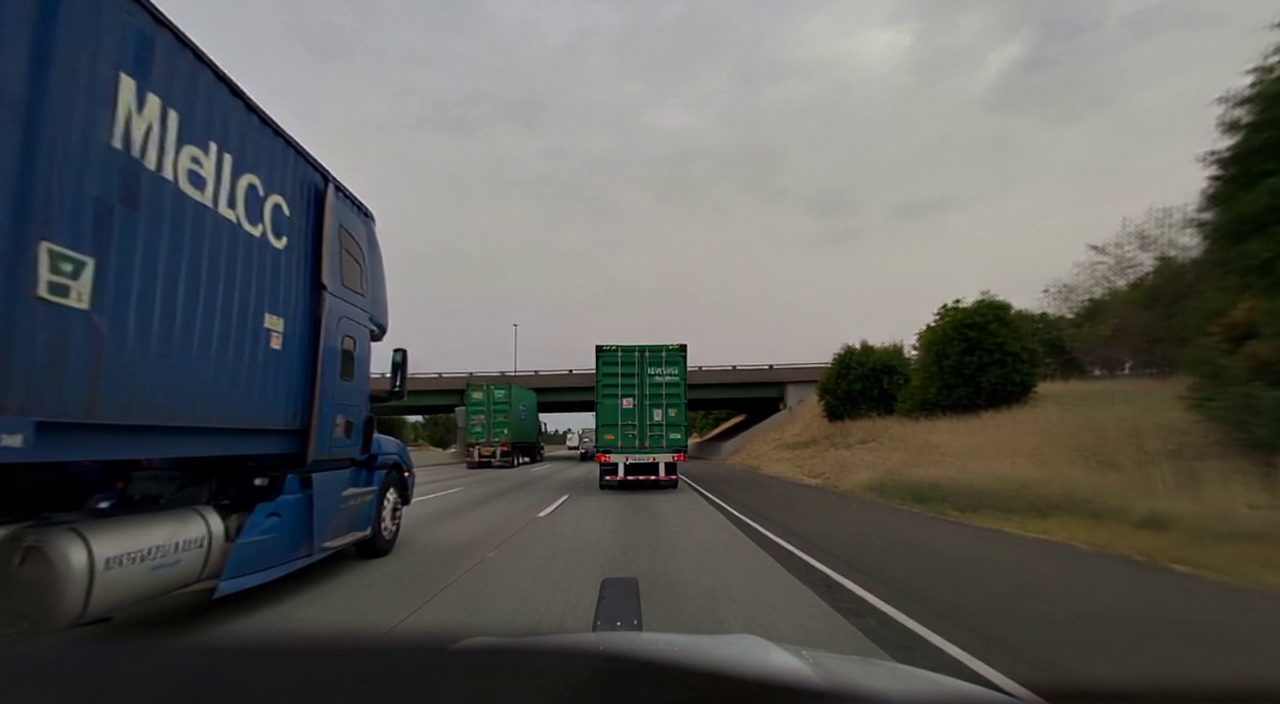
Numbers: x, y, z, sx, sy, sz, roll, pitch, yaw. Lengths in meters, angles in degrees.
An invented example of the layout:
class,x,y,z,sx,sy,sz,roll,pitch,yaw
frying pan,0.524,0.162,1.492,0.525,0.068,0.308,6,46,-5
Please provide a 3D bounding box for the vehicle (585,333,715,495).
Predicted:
class,x,y,z,sx,sy,sz,roll,pitch,yaw
vehicle,0.122,2.133,20.280,3.357,4.212,7.519,0,-9,-2

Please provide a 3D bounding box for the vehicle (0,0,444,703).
class,x,y,z,sx,sy,sz,roll,pitch,yaw
vehicle,-3.484,-0.200,2.454,3.187,3.949,6.963,0,-9,0

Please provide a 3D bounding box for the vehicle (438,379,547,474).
class,x,y,z,sx,sy,sz,roll,pitch,yaw
vehicle,-7.336,4.147,33.694,3.023,4.139,11.860,0,-9,-1
